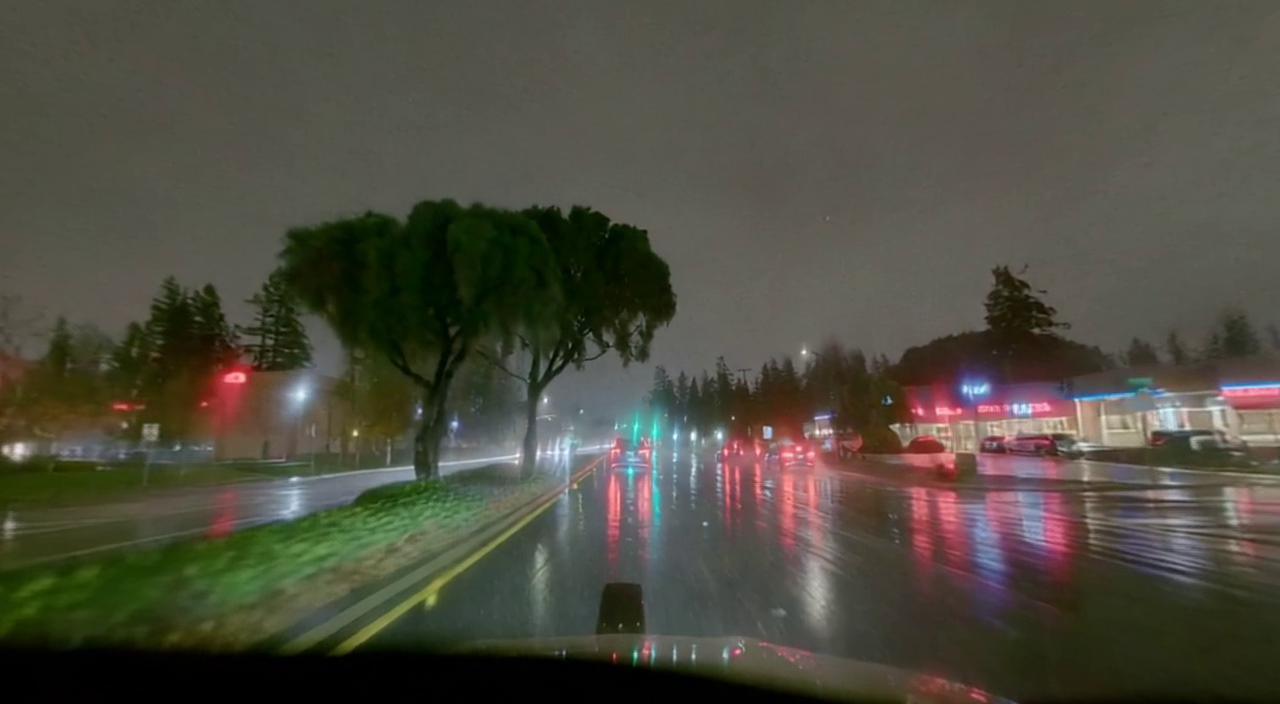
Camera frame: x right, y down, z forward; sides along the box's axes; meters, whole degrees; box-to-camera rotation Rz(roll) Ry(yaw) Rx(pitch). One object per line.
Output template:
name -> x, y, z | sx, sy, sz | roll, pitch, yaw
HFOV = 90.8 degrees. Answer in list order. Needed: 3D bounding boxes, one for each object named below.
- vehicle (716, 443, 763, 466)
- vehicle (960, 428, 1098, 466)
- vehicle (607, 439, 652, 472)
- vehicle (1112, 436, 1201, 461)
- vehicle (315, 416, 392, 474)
vehicle -> 6.548, 6.802, 42.092 | 2.075, 1.475, 4.571 | 0, -8, -3
vehicle -> 21.090, 5.169, 34.442 | 5.909, 1.970, 2.365 | 0, -8, -1
vehicle -> -0.608, 5.203, 32.062 | 2.072, 1.545, 4.578 | 0, -8, -3
vehicle -> 32.808, 6.139, 40.299 | 1.804, 1.461, 4.611 | 0, -8, 1
vehicle -> -19.698, 6.416, 43.727 | 2.986, 3.786, 4.453 | 0, -8, 1
